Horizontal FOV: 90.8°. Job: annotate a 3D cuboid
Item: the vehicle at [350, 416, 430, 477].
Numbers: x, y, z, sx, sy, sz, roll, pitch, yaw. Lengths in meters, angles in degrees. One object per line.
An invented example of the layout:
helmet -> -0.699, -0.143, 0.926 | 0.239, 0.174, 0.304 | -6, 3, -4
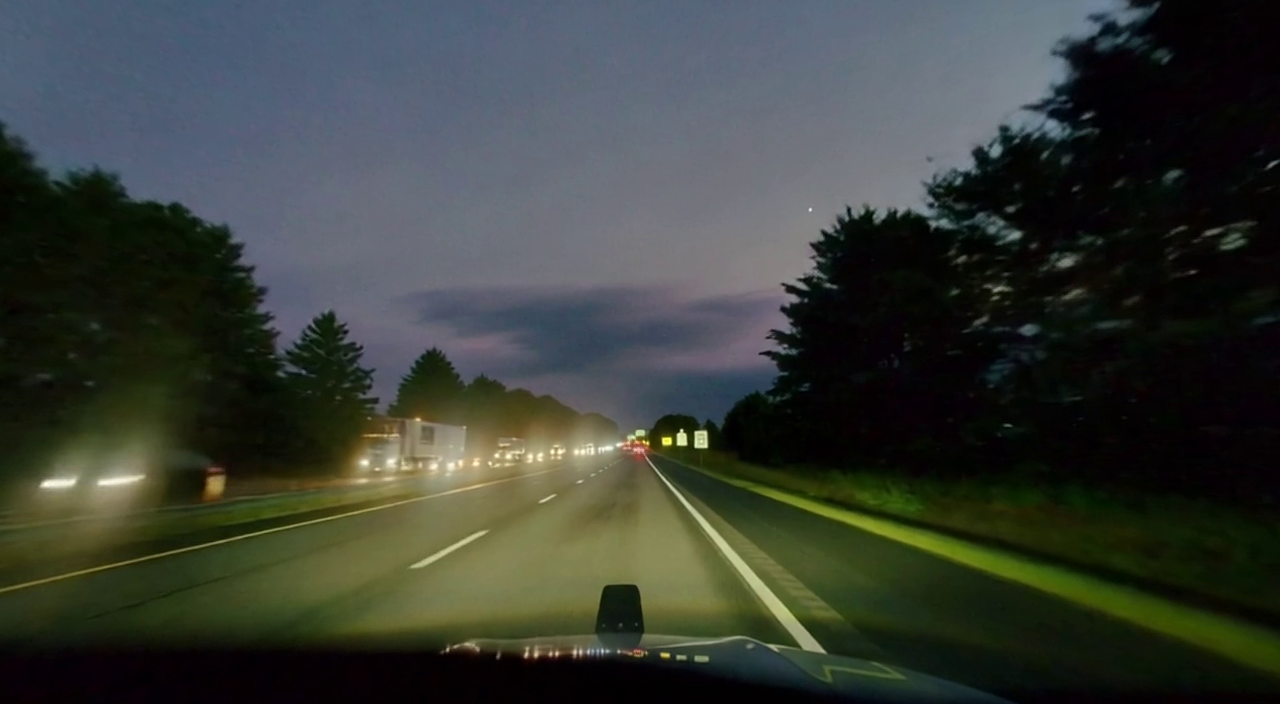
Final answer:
vehicle -> -17.142, 6.613, 43.725 | 3.017, 3.899, 5.910 | 0, -10, -1

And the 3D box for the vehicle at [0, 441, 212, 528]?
vehicle -> -12.566, 3.017, 14.860 | 1.904, 1.704, 4.258 | 0, -9, 0
